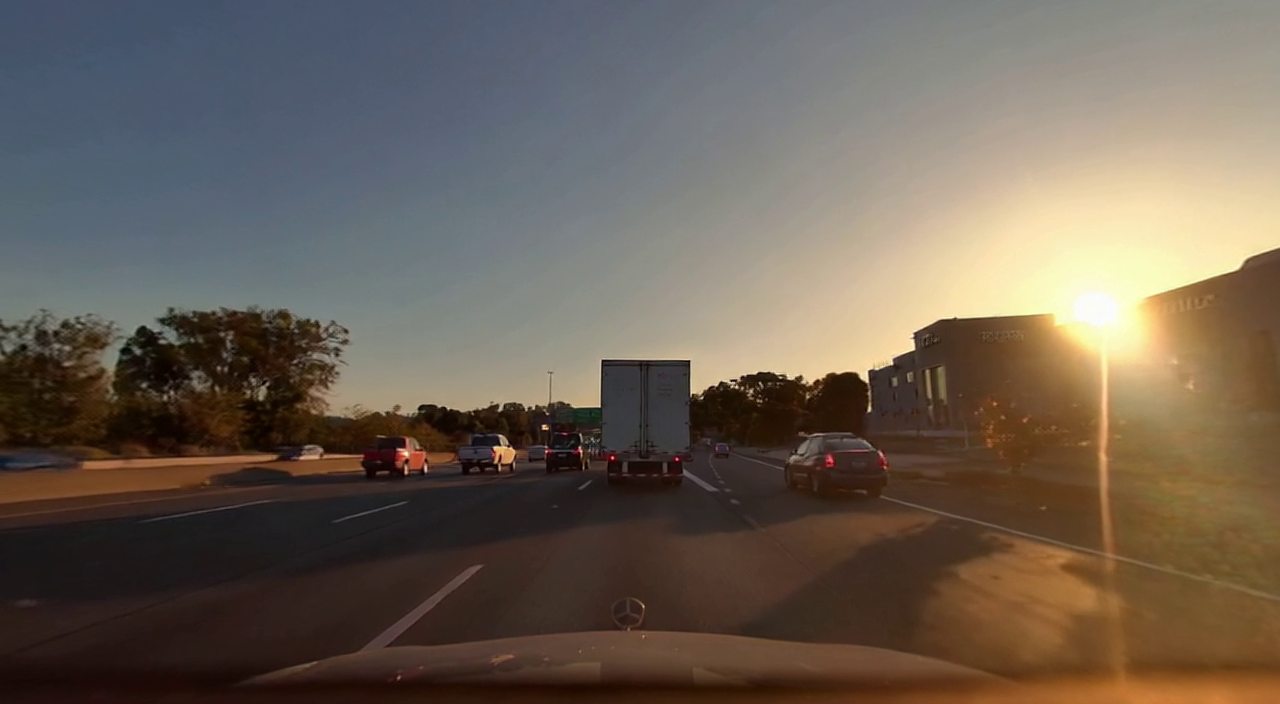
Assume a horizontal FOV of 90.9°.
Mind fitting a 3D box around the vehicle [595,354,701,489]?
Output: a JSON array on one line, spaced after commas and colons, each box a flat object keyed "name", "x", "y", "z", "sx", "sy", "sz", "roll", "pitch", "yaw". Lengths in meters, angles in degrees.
[{"name": "vehicle", "x": 0.130, "y": 2.674, "z": 22.745, "sx": 2.941, "sy": 3.794, "sz": 9.851, "roll": 0, "pitch": -9, "yaw": -1}]

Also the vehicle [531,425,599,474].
[{"name": "vehicle", "x": -3.377, "y": 4.589, "z": 29.755, "sx": 2.379, "sy": 2.075, "sz": 6.169, "roll": 0, "pitch": -9, "yaw": 1}]

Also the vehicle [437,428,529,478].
[{"name": "vehicle", "x": -6.755, "y": 4.455, "z": 28.038, "sx": 2.479, "sy": 1.978, "sz": 5.952, "roll": 0, "pitch": -9, "yaw": 1}]

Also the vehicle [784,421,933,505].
[{"name": "vehicle", "x": 5.254, "y": 2.750, "z": 16.024, "sx": 2.137, "sy": 1.796, "sz": 4.817, "roll": 0, "pitch": -9, "yaw": 2}]

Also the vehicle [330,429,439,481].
[{"name": "vehicle", "x": -10.367, "y": 4.237, "z": 26.240, "sx": 2.089, "sy": 1.885, "sz": 5.888, "roll": 0, "pitch": -9, "yaw": 0}]
